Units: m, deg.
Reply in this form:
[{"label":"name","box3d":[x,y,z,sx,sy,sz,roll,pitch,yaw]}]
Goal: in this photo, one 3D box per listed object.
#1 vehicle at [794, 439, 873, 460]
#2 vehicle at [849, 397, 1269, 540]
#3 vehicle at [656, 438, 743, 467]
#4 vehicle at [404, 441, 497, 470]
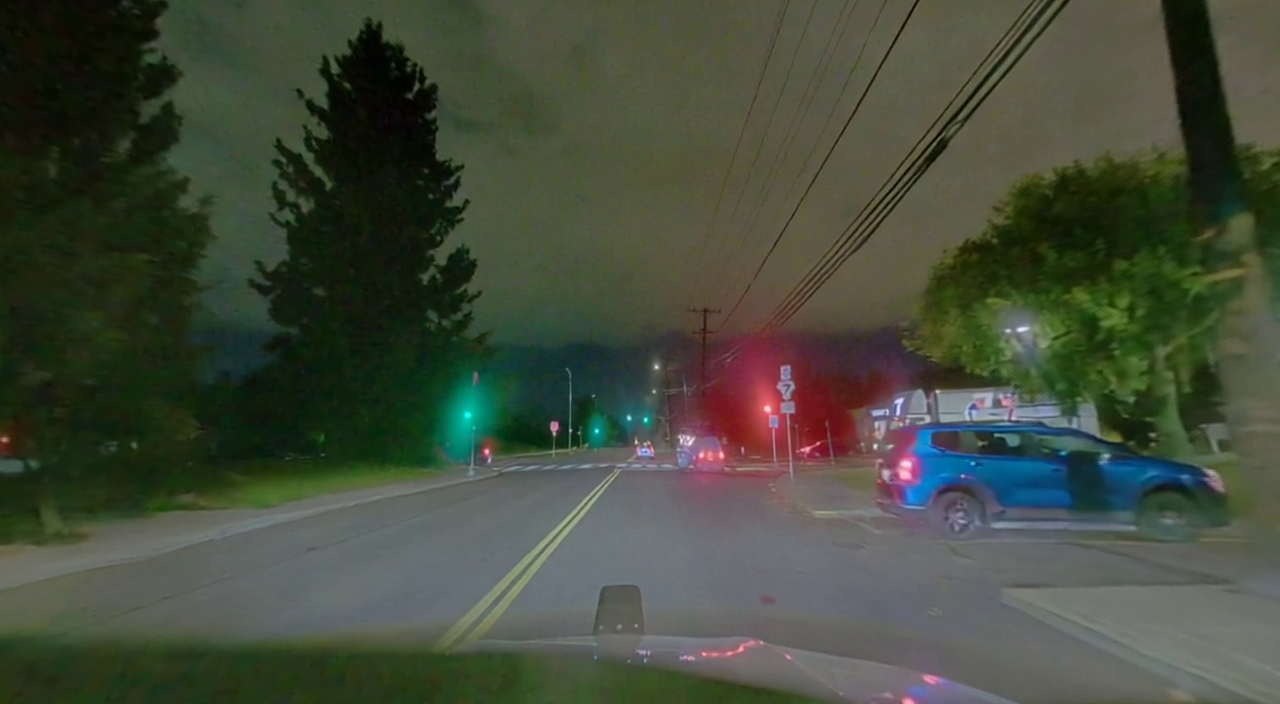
[{"label":"vehicle","box3d":[13.394,6.821,44.028,4.872,1.400,1.955,-1,-9,4]},{"label":"vehicle","box3d":[6.014,1.751,9.825,4.814,1.872,2.220,-1,-9,7]},{"label":"vehicle","box3d":[3.965,6.842,43.103,2.553,1.868,5.536,8,-12,-43]},{"label":"vehicle","box3d":[-13.123,7.217,44.141,5.866,1.904,2.197,1,-9,-6]}]
